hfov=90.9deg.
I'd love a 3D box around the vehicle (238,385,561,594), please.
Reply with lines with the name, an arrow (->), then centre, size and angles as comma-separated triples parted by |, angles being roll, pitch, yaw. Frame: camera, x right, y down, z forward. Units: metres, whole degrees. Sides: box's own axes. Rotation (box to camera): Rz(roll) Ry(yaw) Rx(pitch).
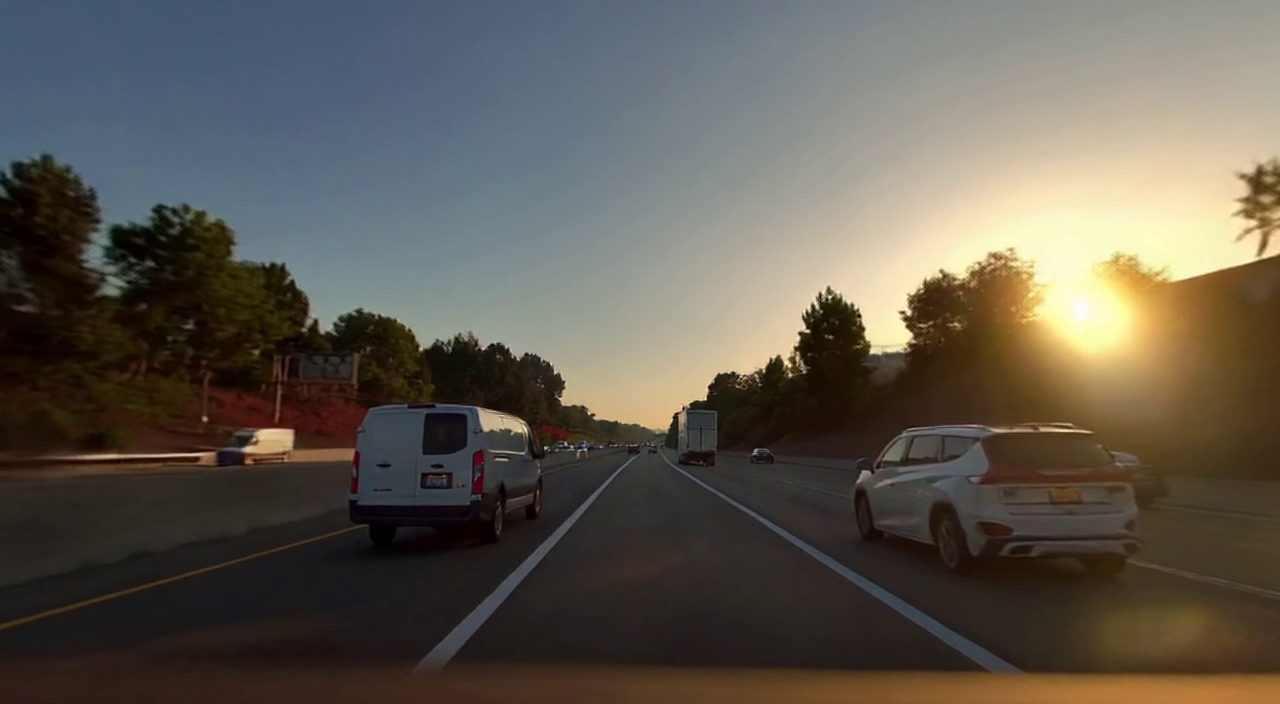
vehicle -> -2.575, 1.662, 8.599 | 2.159, 1.922, 5.345 | 0, -8, 2

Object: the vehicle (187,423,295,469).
vehicle -> -24.873, 5.889, 39.676 | 2.288, 2.634, 5.966 | -1, -8, 7

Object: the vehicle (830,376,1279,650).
vehicle -> 3.905, 1.437, 6.736 | 2.209, 1.862, 4.717 | 0, -8, -1
